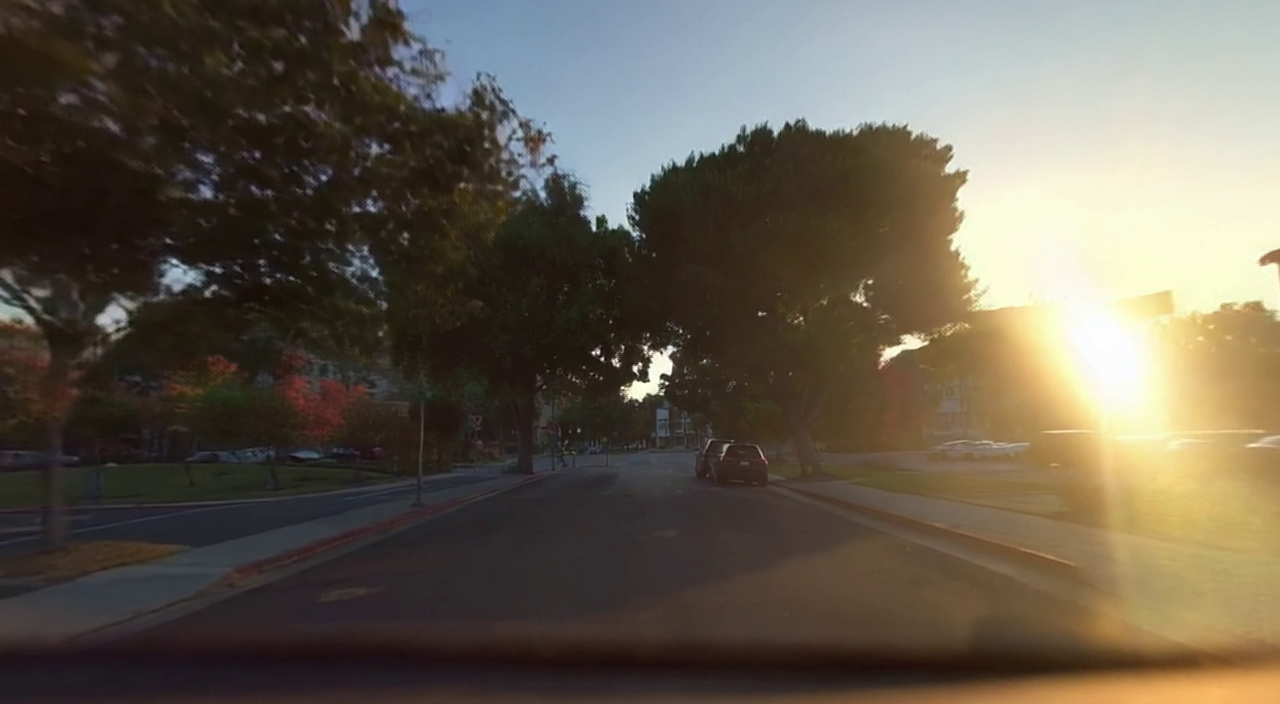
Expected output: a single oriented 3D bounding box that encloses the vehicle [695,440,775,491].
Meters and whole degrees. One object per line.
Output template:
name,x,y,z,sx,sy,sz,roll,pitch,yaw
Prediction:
vehicle,3.137,3.845,21.784,2.064,1.532,4.596,0,-9,0
